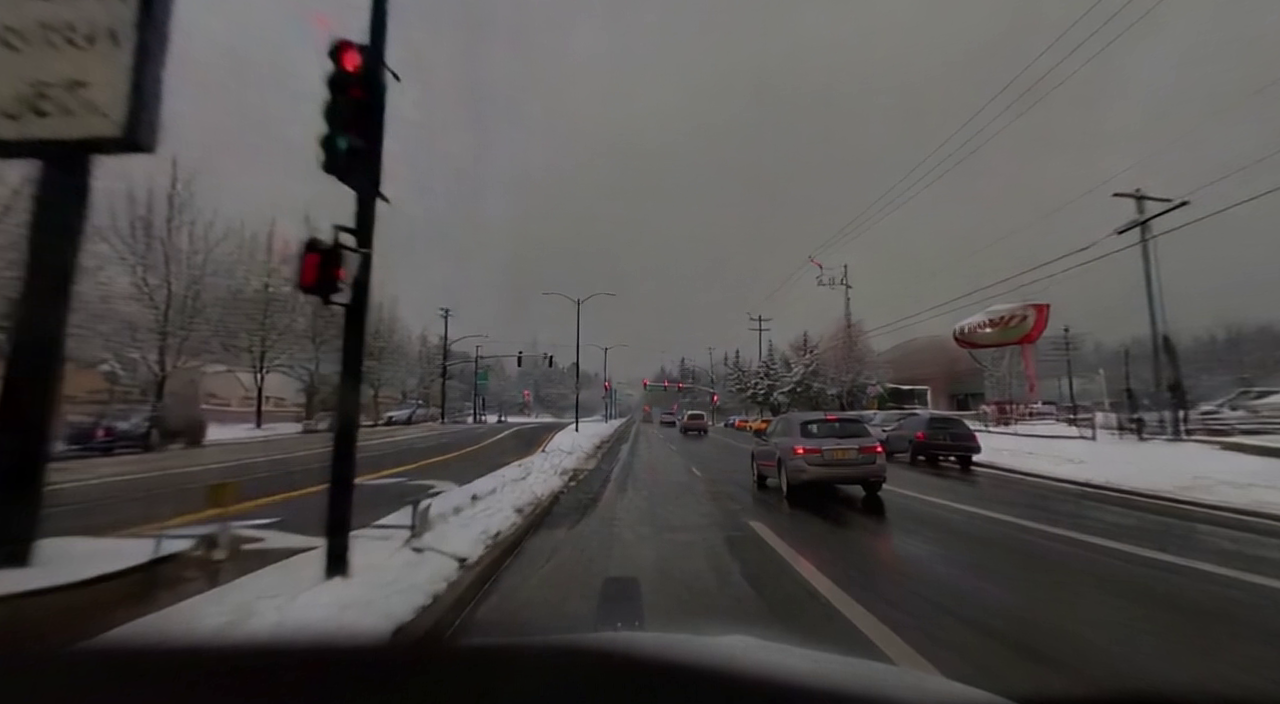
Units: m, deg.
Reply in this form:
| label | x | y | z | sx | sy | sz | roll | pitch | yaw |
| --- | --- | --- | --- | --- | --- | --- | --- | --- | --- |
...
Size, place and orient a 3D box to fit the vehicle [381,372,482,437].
| label | x | y | z | sx | sy | sz | roll | pitch | yaw |
| --- | --- | --- | --- | --- | --- | --- | --- | --- | --- |
| vehicle | -13.741 | 3.828 | 42.769 | 3.043 | 3.645 | 10.929 | 0 | -9 | 0 |

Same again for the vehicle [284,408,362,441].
| label | x | y | z | sx | sy | sz | roll | pitch | yaw |
| --- | --- | --- | --- | --- | --- | --- | --- | --- | --- |
| vehicle | -17.890 | 4.188 | 35.756 | 2.082 | 1.703 | 4.402 | 0 | -8 | 0 |

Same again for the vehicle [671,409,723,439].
| label | x | y | z | sx | sy | sz | roll | pitch | yaw |
| --- | --- | --- | --- | --- | --- | --- | --- | --- | --- |
| vehicle | 2.923 | 3.871 | 33.497 | 2.282 | 1.458 | 4.362 | 0 | -9 | -1 |

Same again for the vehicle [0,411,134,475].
| label | x | y | z | sx | sy | sz | roll | pitch | yaw |
| --- | --- | --- | --- | --- | --- | --- | --- | --- | --- |
| vehicle | -17.820 | 2.702 | 18.551 | 2.079 | 1.672 | 4.333 | 0 | -9 | 2 |

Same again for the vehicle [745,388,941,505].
| label | x | y | z | sx | sy | sz | roll | pitch | yaw |
| --- | --- | --- | --- | --- | --- | --- | --- | --- | --- |
| vehicle | 3.273 | 1.669 | 11.211 | 1.999 | 1.679 | 4.217 | 0 | -8 | -1 |
